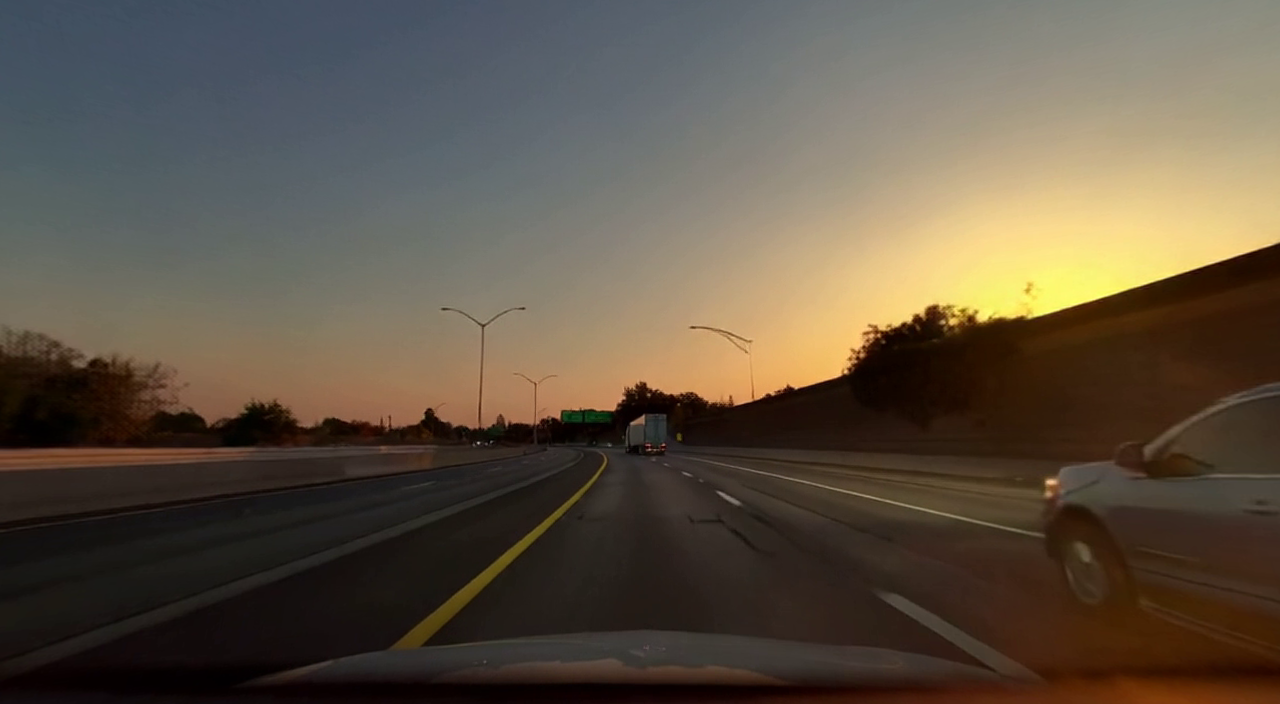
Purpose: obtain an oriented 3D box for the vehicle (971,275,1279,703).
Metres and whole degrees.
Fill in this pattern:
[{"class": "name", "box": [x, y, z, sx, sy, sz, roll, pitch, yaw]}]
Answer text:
[{"class": "vehicle", "box": [4.030, 0.602, 2.483, 2.383, 1.959, 5.669, 0, -8, 0]}]
